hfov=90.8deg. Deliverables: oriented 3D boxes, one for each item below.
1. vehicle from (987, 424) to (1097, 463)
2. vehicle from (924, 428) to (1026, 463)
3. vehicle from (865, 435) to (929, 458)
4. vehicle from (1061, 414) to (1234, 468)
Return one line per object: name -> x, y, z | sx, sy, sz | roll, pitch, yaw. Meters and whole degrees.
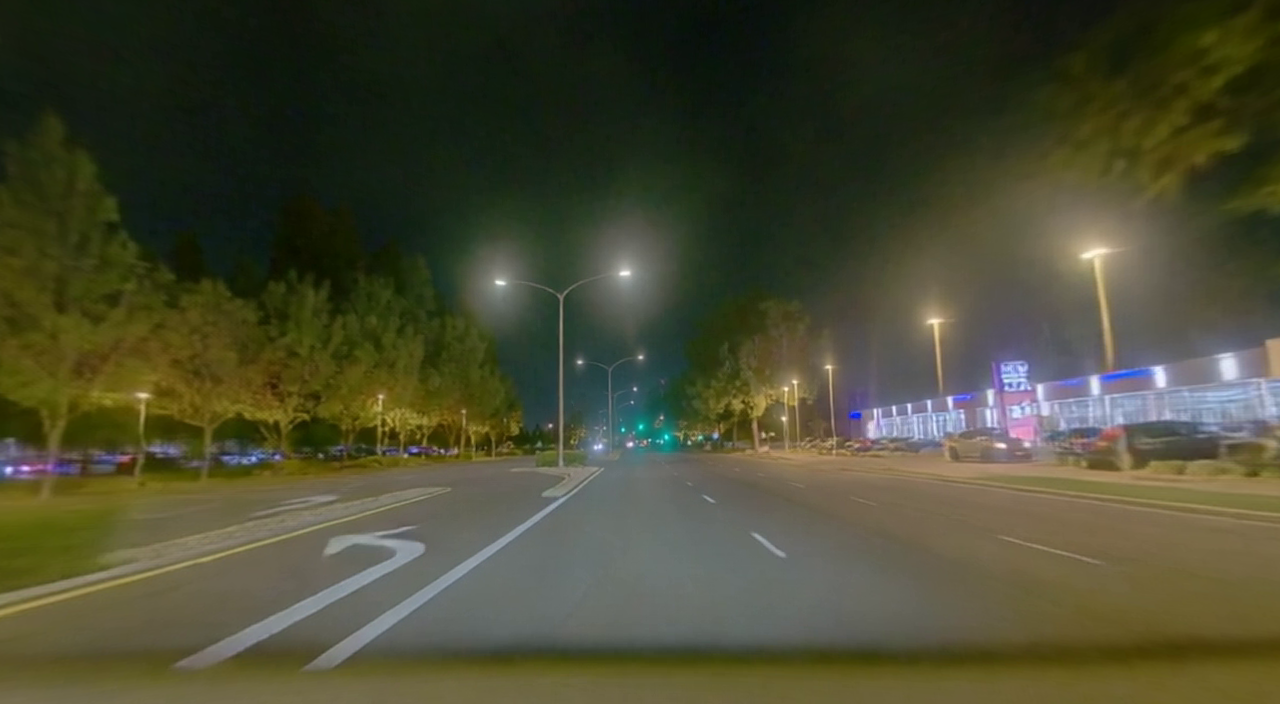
vehicle -> 17.441, 4.035, 27.703 | 1.841, 1.471, 4.367 | -2, -9, -1
vehicle -> 17.219, 4.862, 32.875 | 2.196, 1.667, 5.262 | 0, -8, -3
vehicle -> 18.984, 6.985, 46.572 | 4.515, 1.606, 1.910 | 5, -10, -30
vehicle -> 17.624, 3.181, 22.344 | 1.912, 1.646, 4.870 | -1, -9, -2
